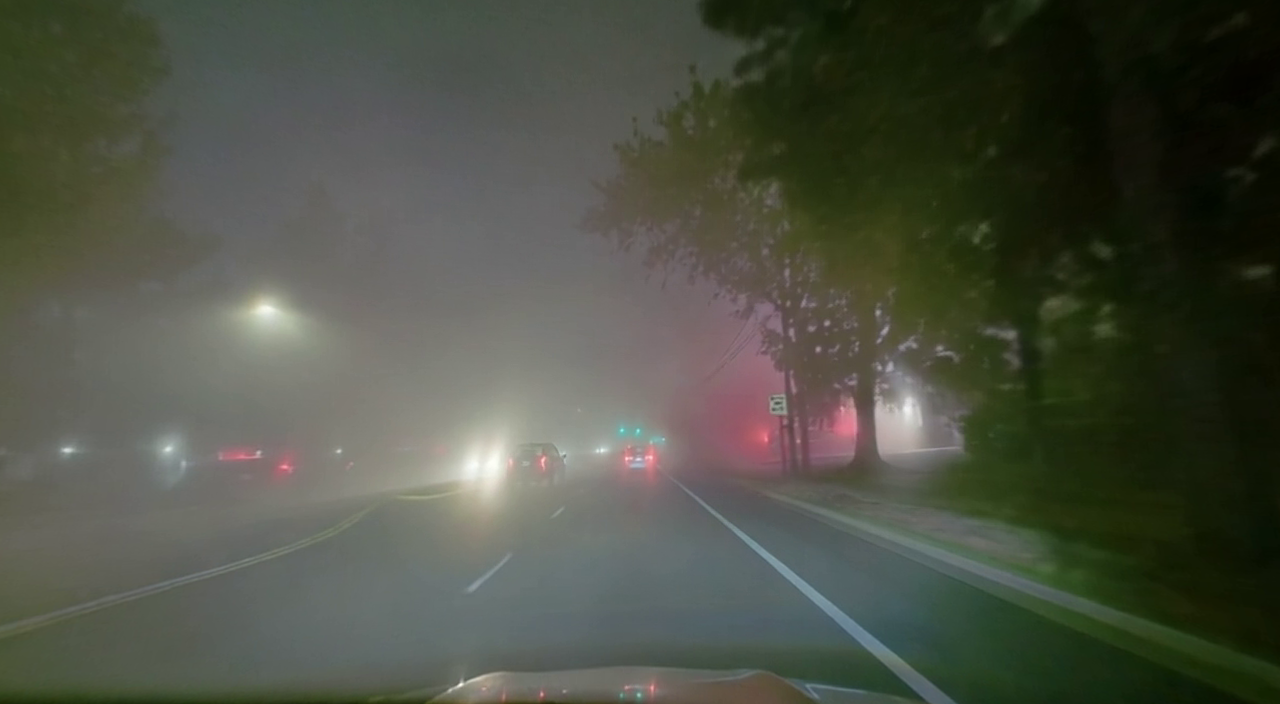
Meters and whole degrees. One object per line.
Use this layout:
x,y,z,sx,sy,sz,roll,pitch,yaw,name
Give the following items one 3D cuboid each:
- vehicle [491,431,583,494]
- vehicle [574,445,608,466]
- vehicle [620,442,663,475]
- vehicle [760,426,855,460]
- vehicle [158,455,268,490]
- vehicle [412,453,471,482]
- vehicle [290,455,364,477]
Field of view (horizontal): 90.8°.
-3.163,3.507,20.335,2.157,1.771,4.452,0,-9,1,vehicle
-3.714,7.977,49.021,2.268,1.522,4.350,0,-9,0,vehicle
0.047,5.332,31.853,2.062,1.518,3.901,0,-9,-1,vehicle
11.126,6.085,42.360,5.552,2.070,2.533,-1,-9,-3,vehicle
-22.175,6.239,32.929,4.203,1.693,2.072,0,-9,1,vehicle
-11.592,6.756,37.262,1.970,1.554,4.401,0,-9,1,vehicle
-22.843,8.293,46.155,4.370,1.496,1.887,0,-9,-3,vehicle
